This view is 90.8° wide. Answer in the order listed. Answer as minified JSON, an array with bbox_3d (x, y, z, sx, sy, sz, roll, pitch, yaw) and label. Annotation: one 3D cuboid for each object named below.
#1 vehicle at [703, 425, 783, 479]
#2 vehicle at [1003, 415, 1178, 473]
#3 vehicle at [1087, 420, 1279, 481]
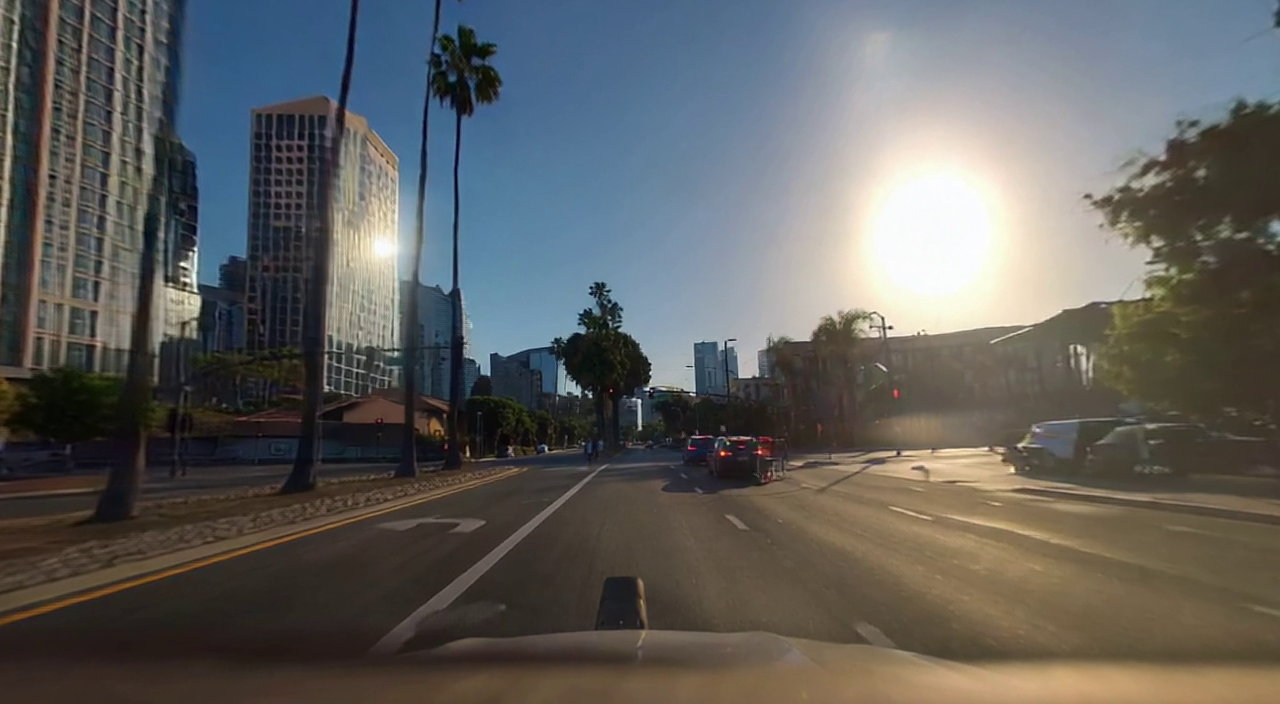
[{"bbox_3d":[3.671,3.687,23.394,2.060,1.756,4.770,0,-8,-1],"label":"vehicle"},{"bbox_3d":[15.437,3.171,21.846,4.503,1.878,2.011,0,-9,-2],"label":"vehicle"},{"bbox_3d":[15.532,2.756,17.843,4.313,1.497,1.870,-2,-8,1],"label":"vehicle"}]
